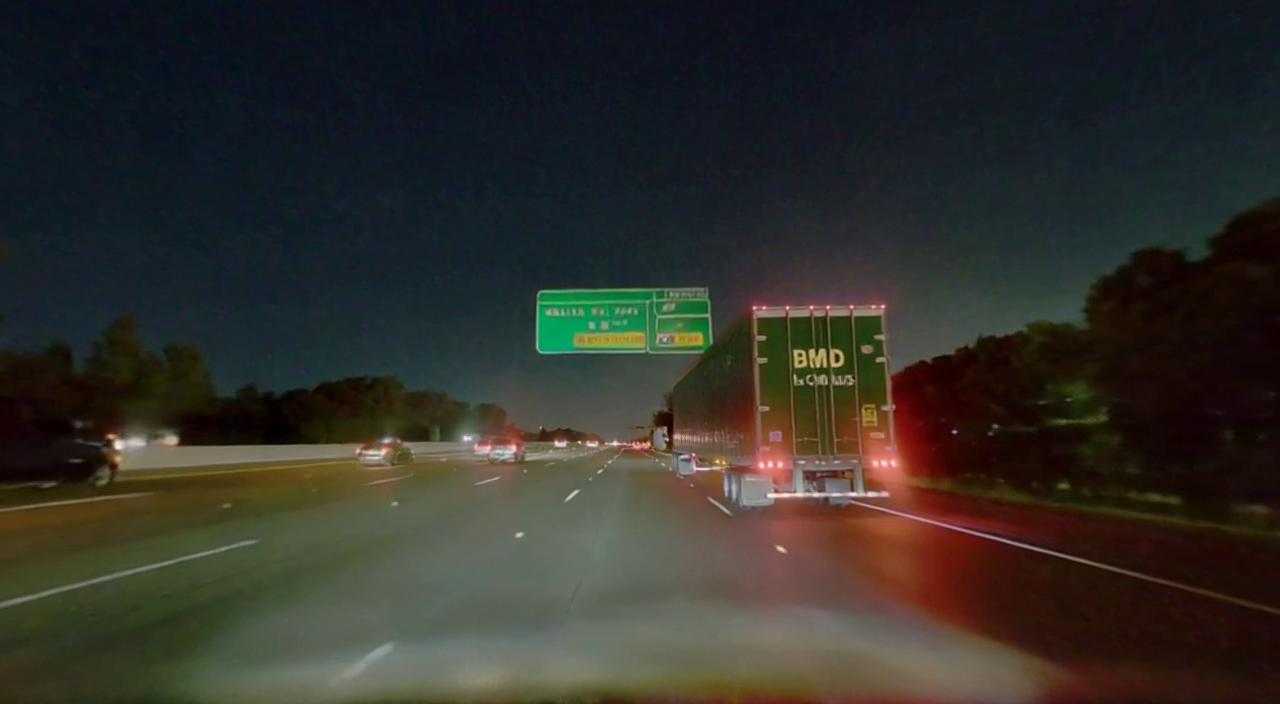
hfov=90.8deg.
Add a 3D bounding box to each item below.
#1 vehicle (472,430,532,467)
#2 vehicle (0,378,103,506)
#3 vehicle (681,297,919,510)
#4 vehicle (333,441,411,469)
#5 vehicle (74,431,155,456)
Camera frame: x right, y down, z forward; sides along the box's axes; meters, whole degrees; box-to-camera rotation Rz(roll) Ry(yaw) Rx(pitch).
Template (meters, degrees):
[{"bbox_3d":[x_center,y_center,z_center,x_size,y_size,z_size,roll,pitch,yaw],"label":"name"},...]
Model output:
[{"bbox_3d":[-7.474,5.305,34.778,2.100,1.905,5.119,0,-8,0],"label":"vehicle"},{"bbox_3d":[-14.095,1.696,11.906,2.307,2.571,6.260,0,-8,0],"label":"vehicle"},{"bbox_3d":[3.418,2.005,19.226,2.891,3.944,15.051,0,-8,-2],"label":"vehicle"},{"bbox_3d":[-14.097,5.431,33.565,2.067,1.398,4.863,0,-8,0],"label":"vehicle"},{"bbox_3d":[-34.471,6.031,41.579,1.781,1.492,4.110,0,-8,0],"label":"vehicle"}]
